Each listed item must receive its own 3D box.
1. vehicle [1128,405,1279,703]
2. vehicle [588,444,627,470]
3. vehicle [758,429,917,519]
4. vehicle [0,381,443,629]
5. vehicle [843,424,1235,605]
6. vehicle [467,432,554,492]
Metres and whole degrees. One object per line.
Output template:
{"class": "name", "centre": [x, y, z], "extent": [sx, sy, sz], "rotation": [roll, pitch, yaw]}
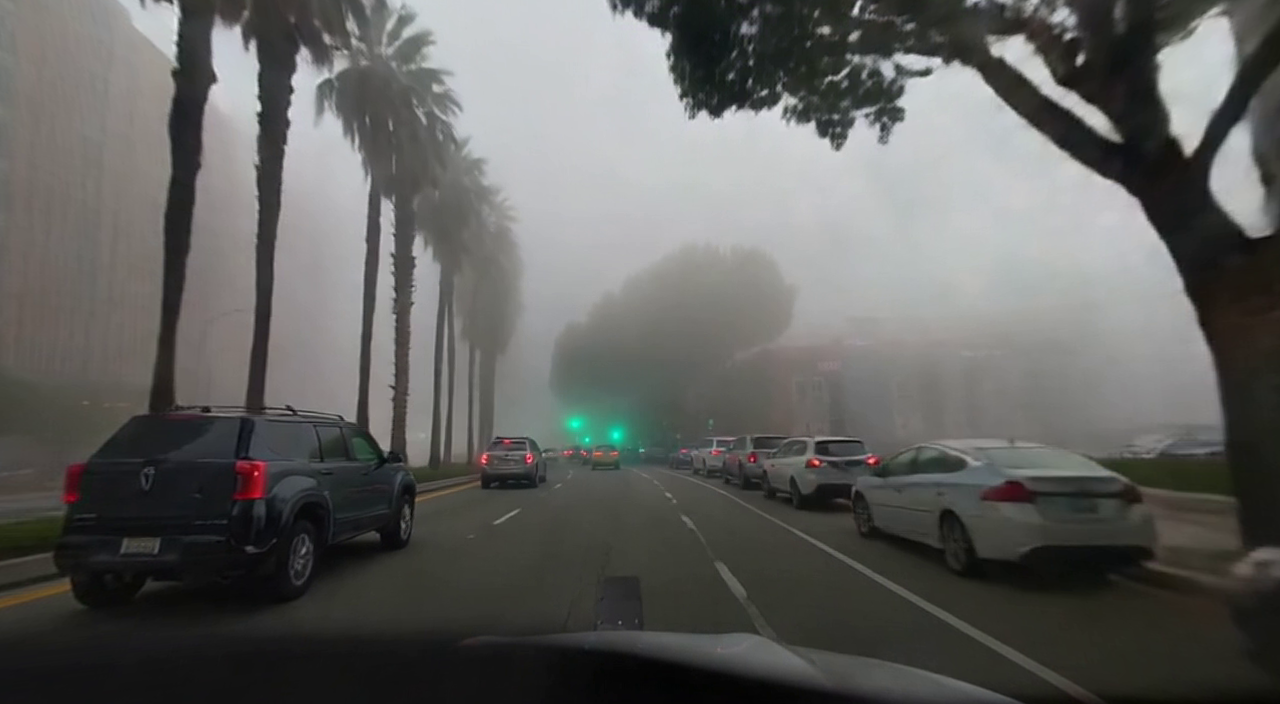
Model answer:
{"class": "vehicle", "centre": [4.059, 0.815, 1.647], "extent": [1.873, 1.511, 4.523], "rotation": [0, -9, -1]}
{"class": "vehicle", "centre": [-1.956, 6.078, 36.611], "extent": [2.036, 1.461, 3.890], "rotation": [1, -9, -7]}
{"class": "vehicle", "centre": [3.971, 2.533, 13.563], "extent": [1.773, 1.584, 4.553], "rotation": [1, -9, -2]}
{"class": "vehicle", "centre": [-3.725, 1.424, 6.763], "extent": [1.800, 1.797, 4.224], "rotation": [0, -9, 0]}
{"class": "vehicle", "centre": [4.045, 1.682, 7.416], "extent": [1.829, 1.499, 4.109], "rotation": [0, -9, -2]}
{"class": "vehicle", "centre": [-4.088, 3.540, 20.619], "extent": [2.014, 1.740, 4.392], "rotation": [0, -9, -2]}
